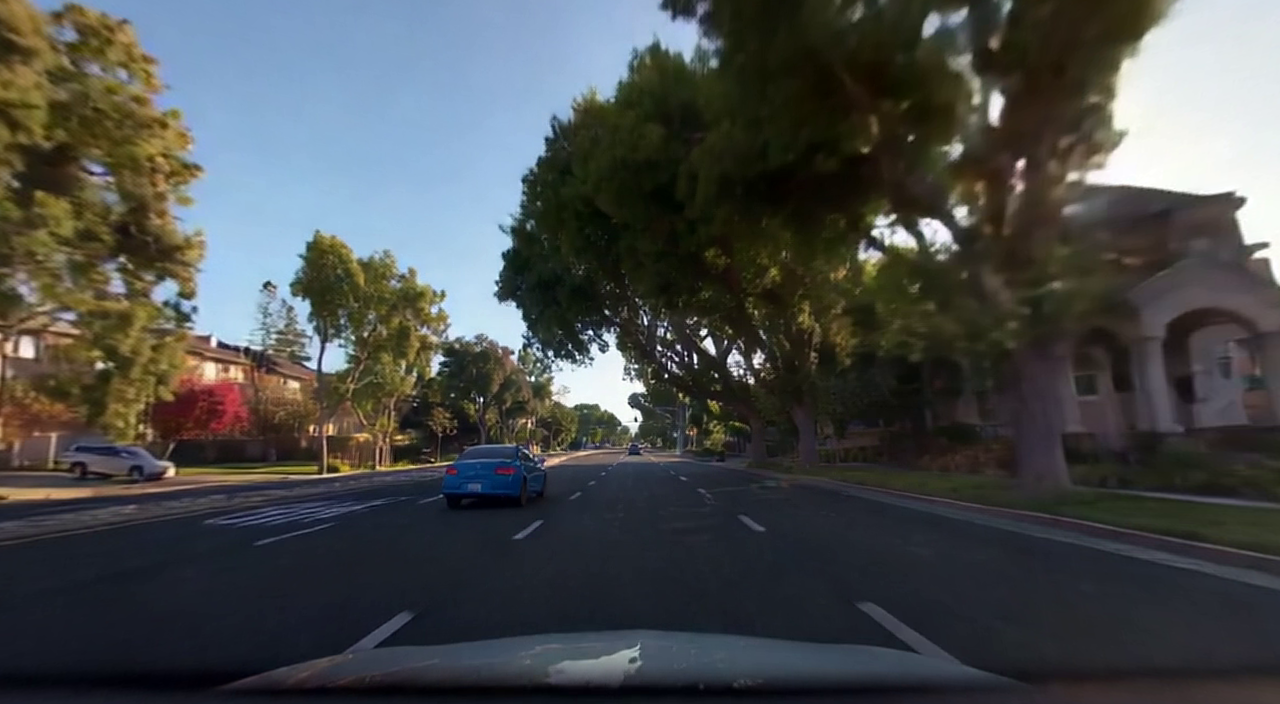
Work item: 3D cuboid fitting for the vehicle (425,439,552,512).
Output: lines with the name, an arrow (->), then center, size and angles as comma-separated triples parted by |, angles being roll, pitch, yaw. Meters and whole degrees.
vehicle -> -3.450, 2.876, 15.248 | 2.005, 1.477, 4.169 | 0, -8, 0

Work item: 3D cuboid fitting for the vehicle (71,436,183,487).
vehicle -> -26.154, 5.580, 32.368 | 3.358, 2.439, 2.686 | 1, -8, -7
